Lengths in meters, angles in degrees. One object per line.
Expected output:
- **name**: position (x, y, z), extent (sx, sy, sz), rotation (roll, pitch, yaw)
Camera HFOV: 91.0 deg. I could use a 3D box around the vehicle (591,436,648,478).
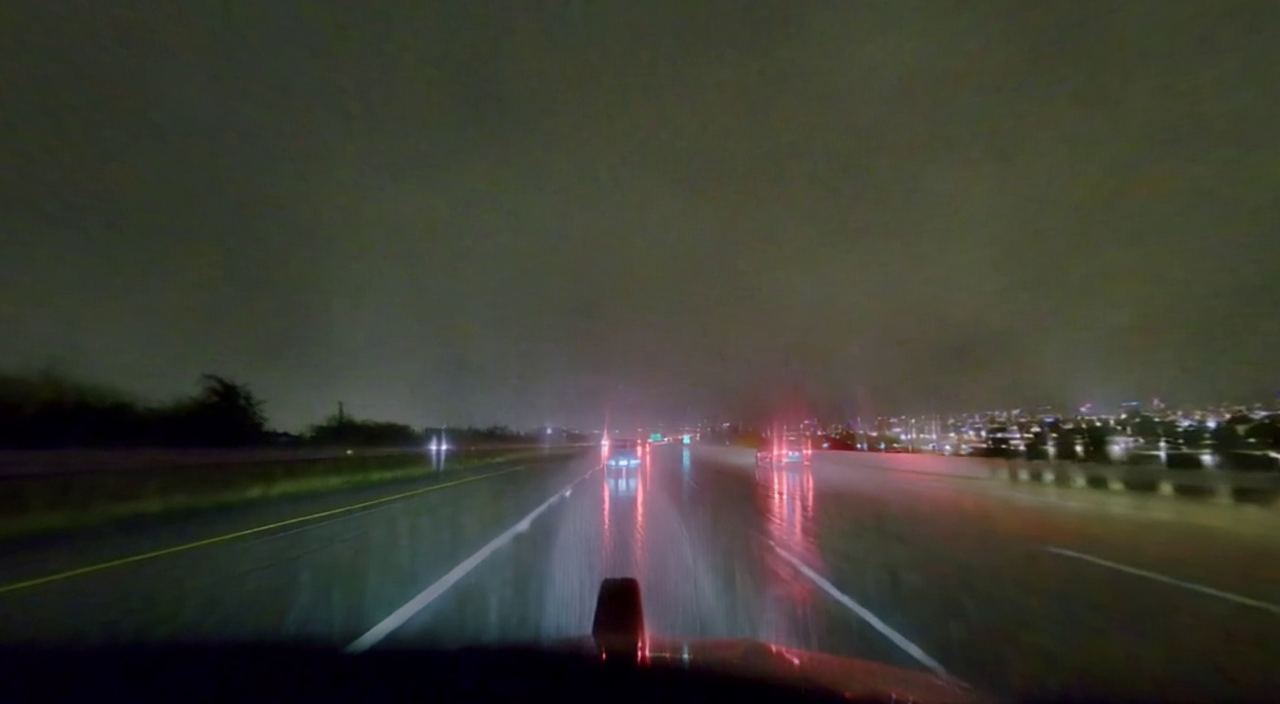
- **vehicle**: position (-0.753, 4.231, 25.613), extent (2.147, 1.576, 3.964), rotation (0, -8, 0)
